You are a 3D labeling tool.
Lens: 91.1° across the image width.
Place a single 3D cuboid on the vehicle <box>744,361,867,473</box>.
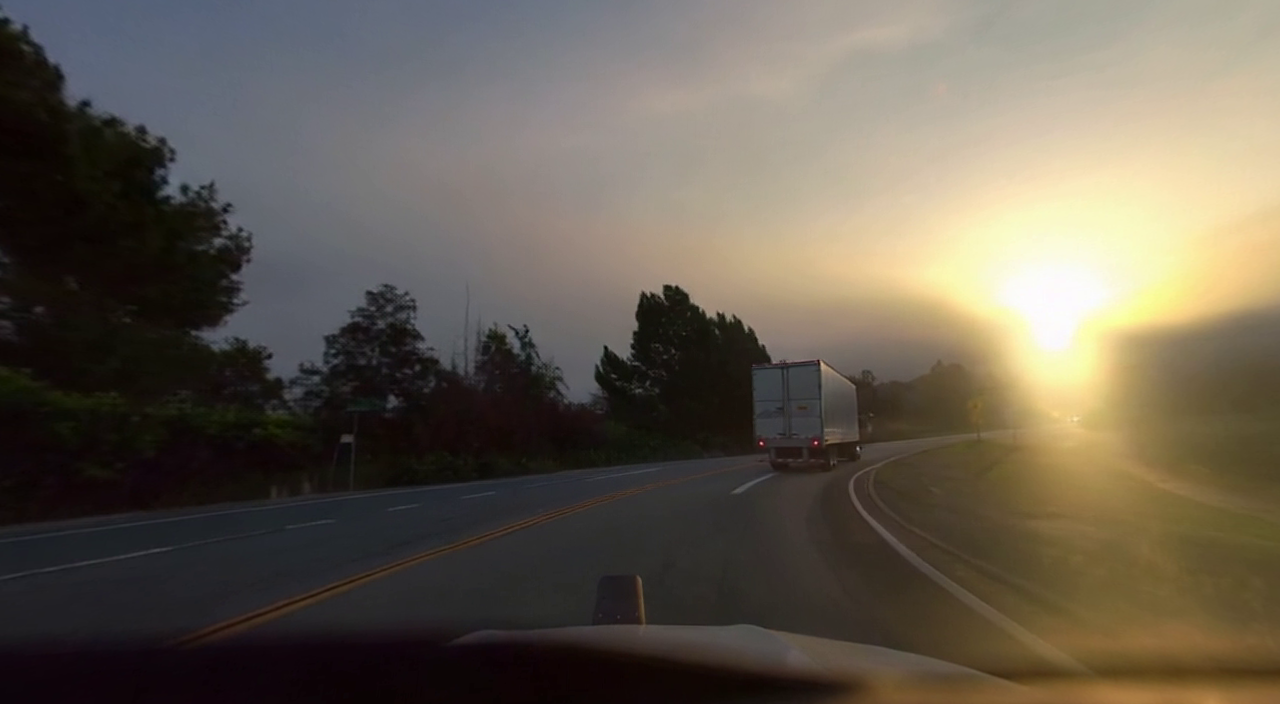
[{"bbox_3d":[7.281,2.874,26.223,2.837,3.712,10.484,-4,-9,26],"label":"vehicle"}]
